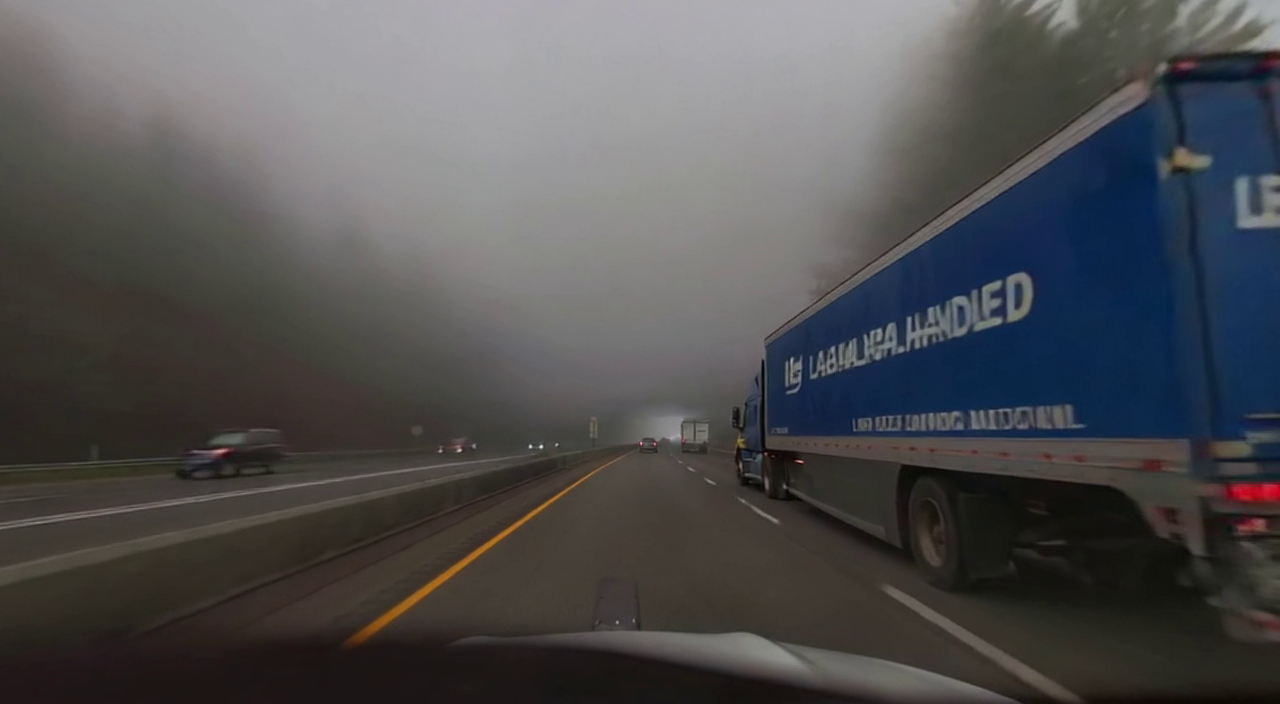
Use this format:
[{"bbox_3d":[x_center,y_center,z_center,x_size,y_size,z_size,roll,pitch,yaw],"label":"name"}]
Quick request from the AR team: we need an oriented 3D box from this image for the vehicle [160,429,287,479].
[{"bbox_3d":[-18.231,4.456,27.950,2.129,1.997,4.953,0,-8,1],"label":"vehicle"}]

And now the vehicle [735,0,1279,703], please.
[{"bbox_3d":[4.235,0.537,9.159,3.171,4.072,13.784,0,-8,-2],"label":"vehicle"}]
